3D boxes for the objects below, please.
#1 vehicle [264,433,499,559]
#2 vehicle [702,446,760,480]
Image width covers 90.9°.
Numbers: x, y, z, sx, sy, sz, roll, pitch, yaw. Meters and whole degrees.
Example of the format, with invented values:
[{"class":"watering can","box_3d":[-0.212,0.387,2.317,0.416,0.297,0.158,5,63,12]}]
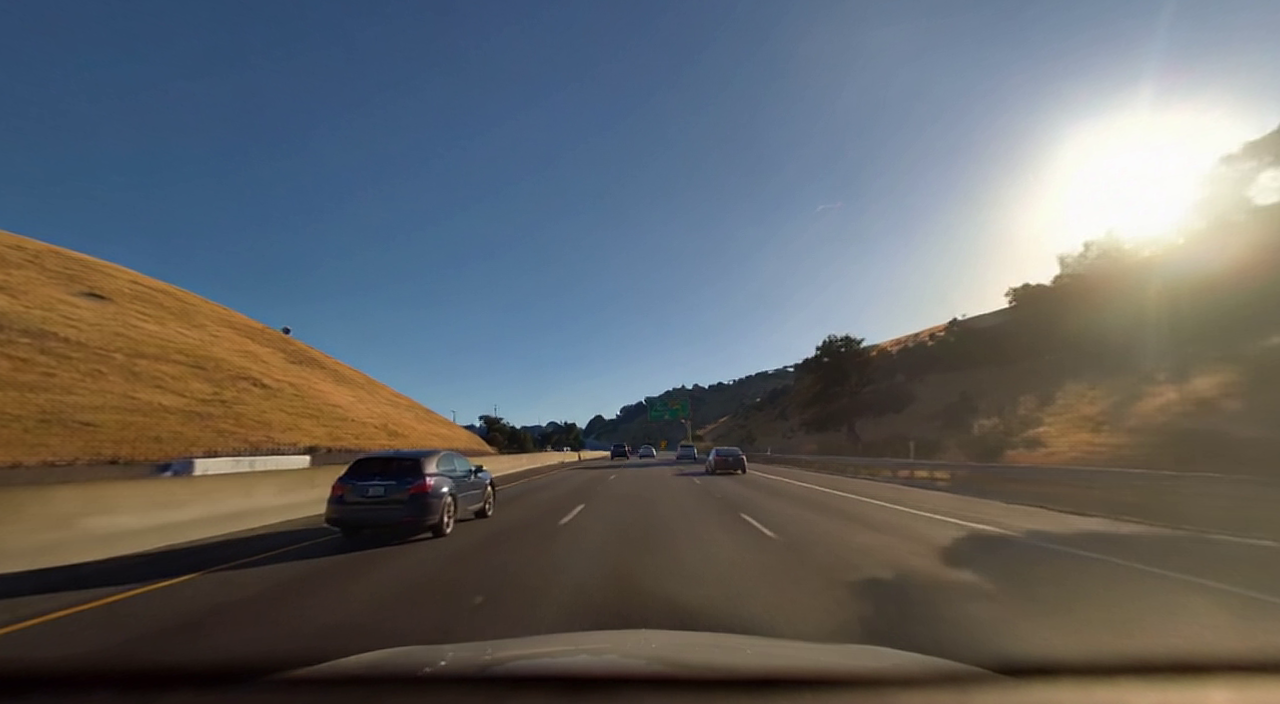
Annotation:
[{"class":"vehicle","box_3d":[-3.627,2.061,9.777,1.910,1.521,3.930,0,-8,1]},{"class":"vehicle","box_3d":[3.965,4.882,27.972,1.976,1.352,3.602,0,-8,-1]}]
